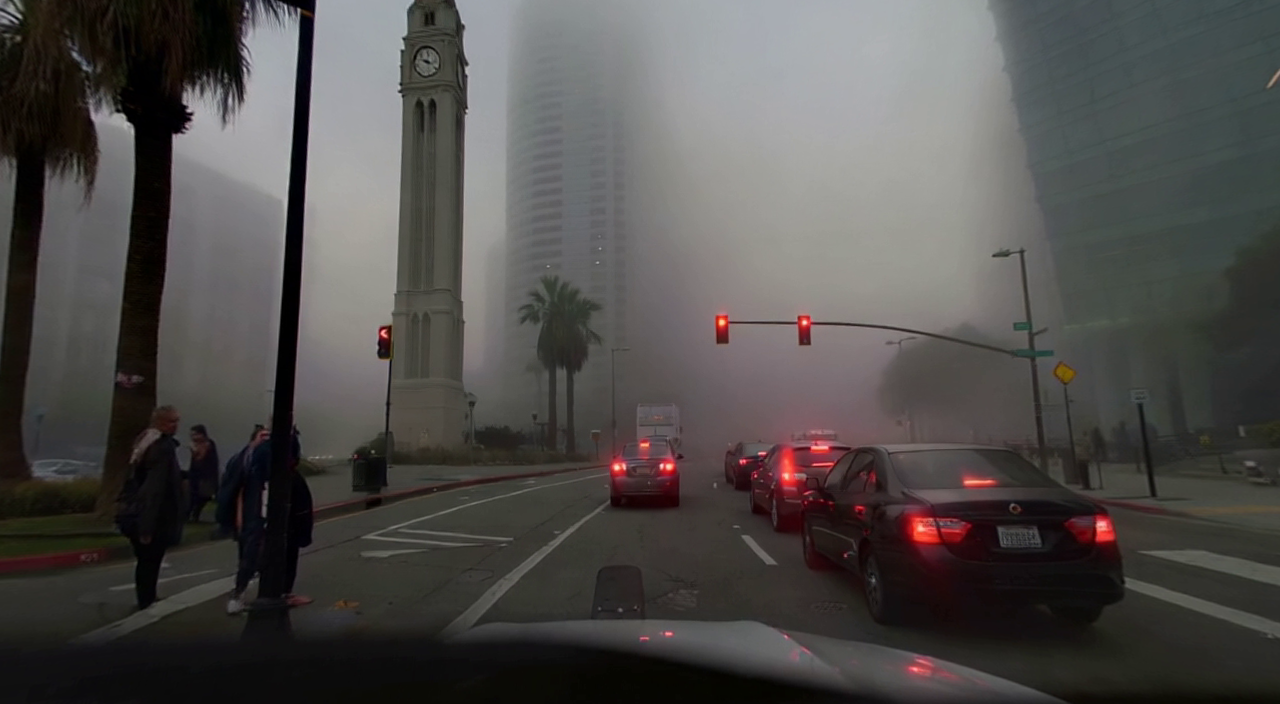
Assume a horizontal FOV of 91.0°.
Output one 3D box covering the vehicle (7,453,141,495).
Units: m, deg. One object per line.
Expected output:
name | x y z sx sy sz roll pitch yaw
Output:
vehicle | -26.696 5.718 29.964 2.105 1.793 4.812 0 -9 -4

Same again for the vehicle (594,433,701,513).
vehicle | 0.179 2.612 13.996 2.048 1.503 3.681 0 -9 1

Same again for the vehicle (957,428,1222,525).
vehicle | 8.177 2.280 12.085 1.859 1.508 4.259 0 -9 -1

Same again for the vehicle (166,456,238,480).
vehicle | -30.498 8.062 44.006 1.829 1.483 4.745 0 -9 -4

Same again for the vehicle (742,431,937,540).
vehicle | 3.102 2.173 10.909 1.913 1.469 4.425 0 -9 0
